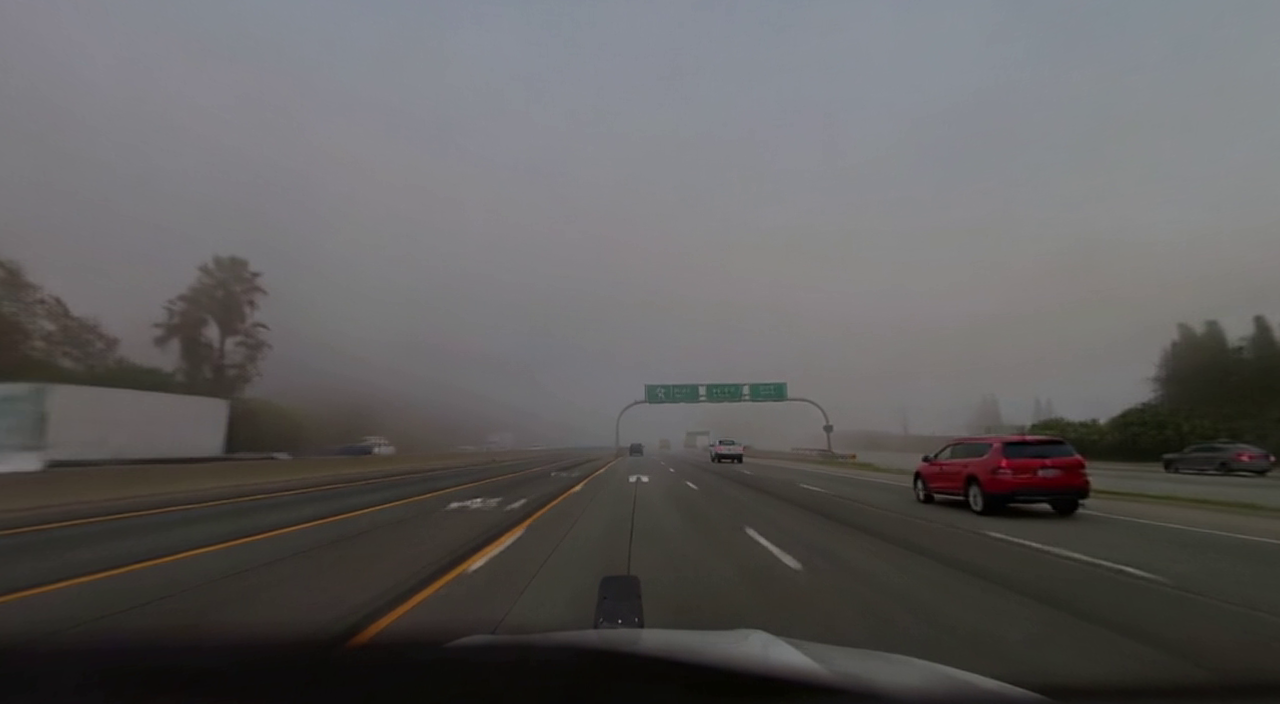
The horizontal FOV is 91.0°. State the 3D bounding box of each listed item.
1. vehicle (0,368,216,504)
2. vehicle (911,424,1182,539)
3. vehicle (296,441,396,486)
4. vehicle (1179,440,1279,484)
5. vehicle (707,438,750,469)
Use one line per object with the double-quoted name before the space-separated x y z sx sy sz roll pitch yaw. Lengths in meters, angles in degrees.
"vehicle" -19.755 3.029 22.144 2.957 3.852 9.397 0 -8 1
"vehicle" 6.811 2.192 11.298 1.902 1.623 4.360 0 -8 -1
"vehicle" -11.999 4.543 26.061 1.960 1.681 4.480 0 -8 0
"vehicle" 25.110 4.478 25.929 1.887 1.642 4.592 0 -8 3
"vehicle" 5.235 6.067 37.703 2.035 1.704 3.867 0 -8 0
